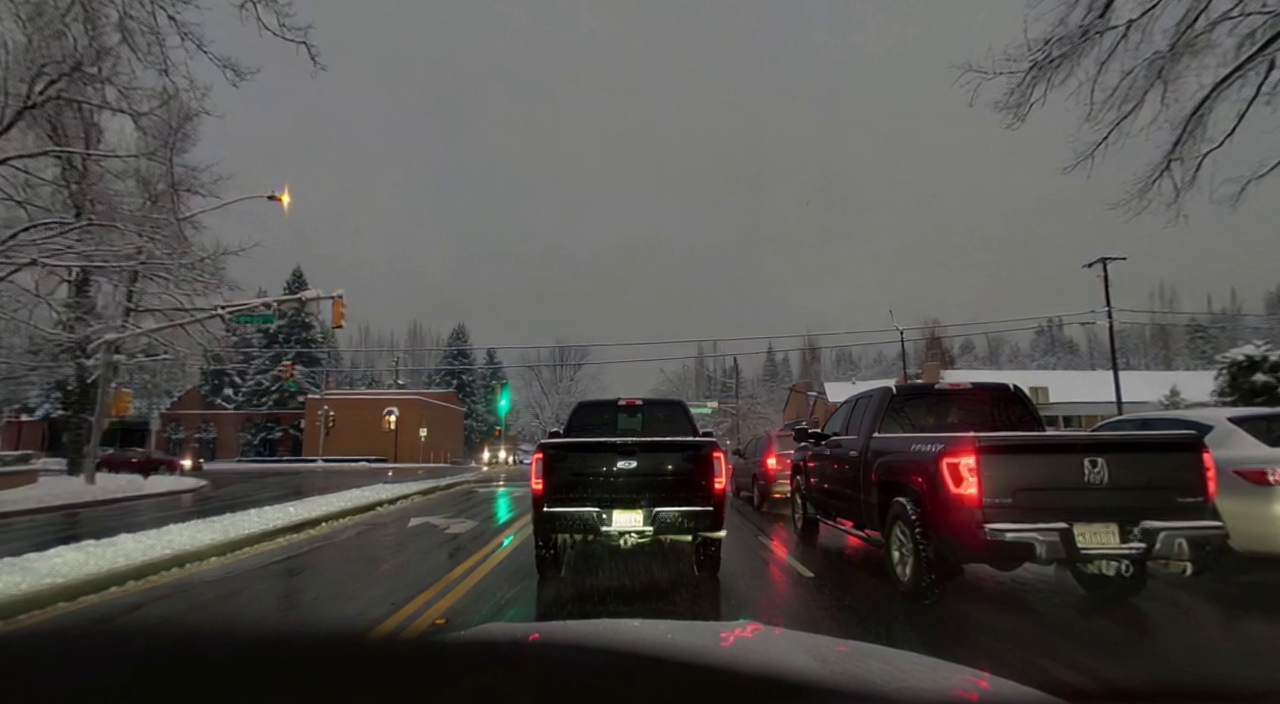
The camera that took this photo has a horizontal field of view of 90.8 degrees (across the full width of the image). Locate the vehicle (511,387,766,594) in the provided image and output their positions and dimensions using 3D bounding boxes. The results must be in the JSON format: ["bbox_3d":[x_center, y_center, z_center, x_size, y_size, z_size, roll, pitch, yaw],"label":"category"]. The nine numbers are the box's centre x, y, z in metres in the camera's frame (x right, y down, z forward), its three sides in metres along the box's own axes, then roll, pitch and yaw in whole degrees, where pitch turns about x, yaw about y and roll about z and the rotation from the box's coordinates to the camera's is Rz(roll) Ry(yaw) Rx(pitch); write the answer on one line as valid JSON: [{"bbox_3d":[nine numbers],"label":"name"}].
[{"bbox_3d":[-0.063,1.594,8.157,2.240,1.821,5.001,0,-9,-1],"label":"vehicle"}]

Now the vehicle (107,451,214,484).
[{"bbox_3d":[-26.393,6.334,34.988,4.437,1.669,1.936,5,-10,-30],"label":"vehicle"}]

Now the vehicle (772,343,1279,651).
[{"bbox_3d":[3.319,1.328,6.923,2.412,1.953,5.682,0,-9,-1],"label":"vehicle"}]
